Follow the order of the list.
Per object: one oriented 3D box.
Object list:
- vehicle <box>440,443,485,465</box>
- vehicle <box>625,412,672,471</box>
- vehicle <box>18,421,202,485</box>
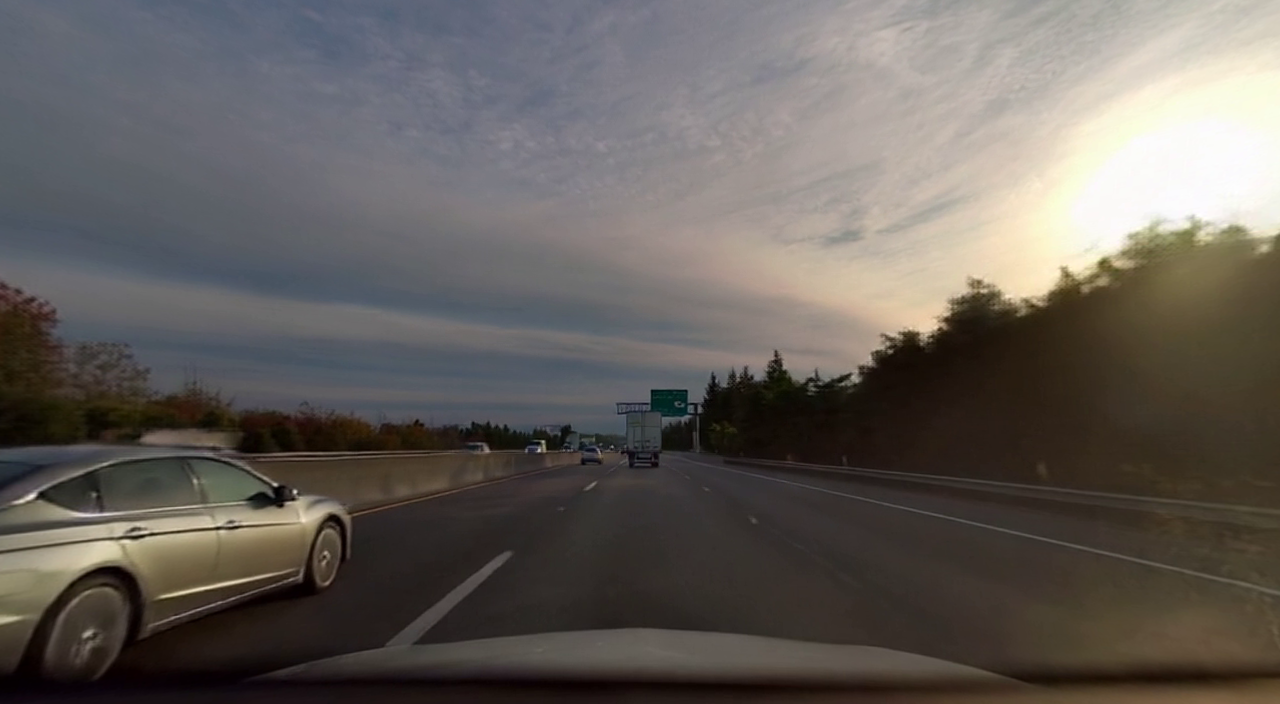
[{"bbox_3d":[-12.642,7.286,45.058,2.104,1.492,3.856,0,-9,0],"label":"vehicle"},{"bbox_3d":[0.454,6.305,43.999,2.893,3.628,9.081,0,-9,-1],"label":"vehicle"},{"bbox_3d":[-16.897,3.266,20.475,2.073,1.817,4.402,0,-9,0],"label":"vehicle"}]
